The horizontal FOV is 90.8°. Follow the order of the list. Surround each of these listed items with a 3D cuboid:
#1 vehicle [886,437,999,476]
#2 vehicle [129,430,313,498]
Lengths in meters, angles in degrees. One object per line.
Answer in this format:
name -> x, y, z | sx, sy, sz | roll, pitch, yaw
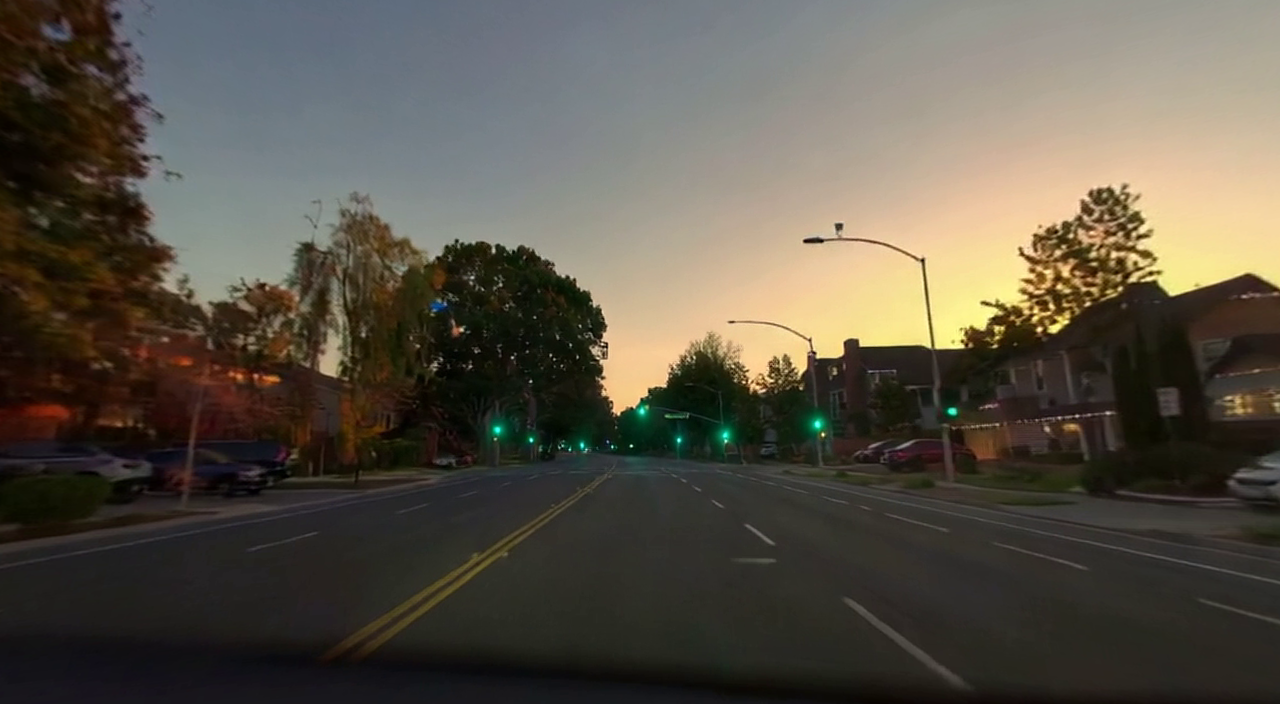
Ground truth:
vehicle -> 15.490, 5.345, 32.545 | 4.739, 1.667, 1.998 | -3, -7, 0
vehicle -> -15.625, 4.202, 24.272 | 2.653, 2.232, 6.273 | 0, -9, 1
